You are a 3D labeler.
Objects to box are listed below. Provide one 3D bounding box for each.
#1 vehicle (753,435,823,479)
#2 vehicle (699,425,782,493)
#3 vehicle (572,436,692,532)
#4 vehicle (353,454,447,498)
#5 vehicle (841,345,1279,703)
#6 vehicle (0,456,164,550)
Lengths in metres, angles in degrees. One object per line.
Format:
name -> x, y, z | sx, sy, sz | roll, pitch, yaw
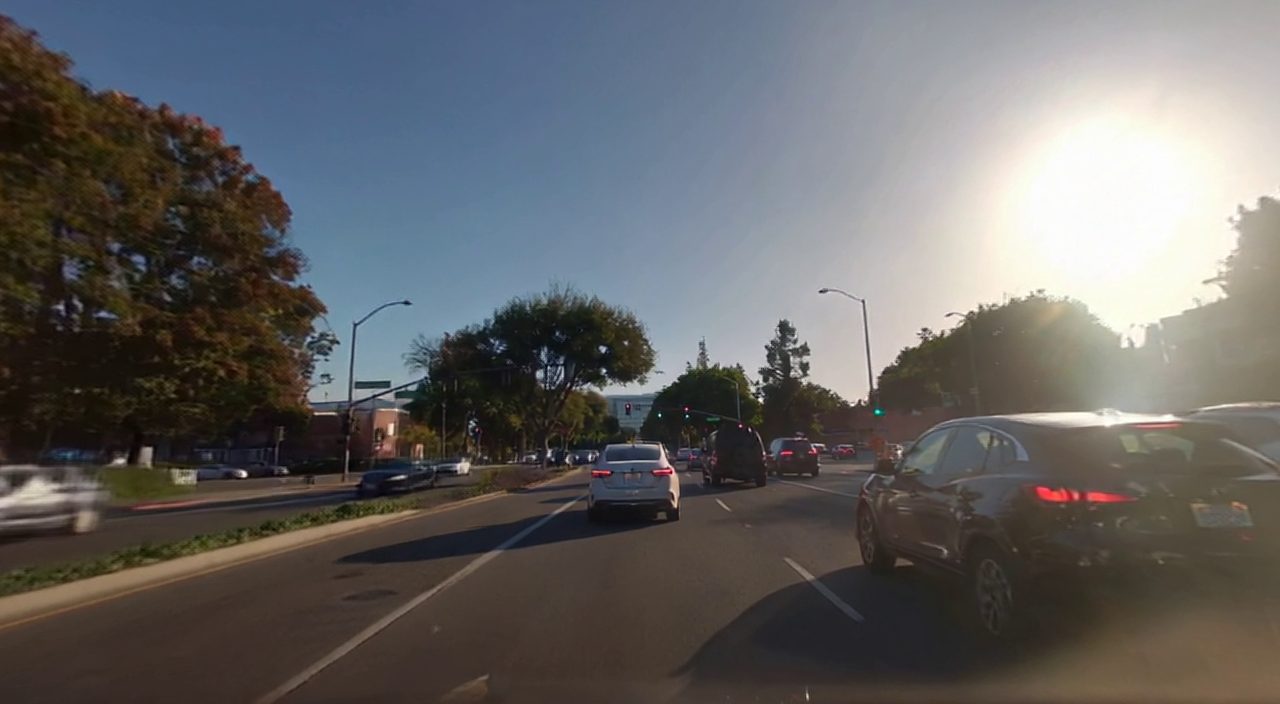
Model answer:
vehicle -> 7.994, 5.735, 34.584 | 2.627, 2.252, 5.236 | 0, -8, 1
vehicle -> 3.977, 4.348, 25.994 | 2.516, 2.481, 5.766 | 0, -8, 1
vehicle -> -0.104, 2.635, 13.141 | 2.111, 1.676, 4.018 | 0, -8, 1
vehicle -> -9.287, 4.804, 24.748 | 1.933, 1.469, 4.516 | 0, -8, 0
vehicle -> 3.431, 1.256, 5.410 | 1.982, 1.960, 4.427 | 0, -8, 1
vehicle -> -12.631, 3.008, 12.972 | 1.944, 1.638, 4.496 | 0, -8, 1
